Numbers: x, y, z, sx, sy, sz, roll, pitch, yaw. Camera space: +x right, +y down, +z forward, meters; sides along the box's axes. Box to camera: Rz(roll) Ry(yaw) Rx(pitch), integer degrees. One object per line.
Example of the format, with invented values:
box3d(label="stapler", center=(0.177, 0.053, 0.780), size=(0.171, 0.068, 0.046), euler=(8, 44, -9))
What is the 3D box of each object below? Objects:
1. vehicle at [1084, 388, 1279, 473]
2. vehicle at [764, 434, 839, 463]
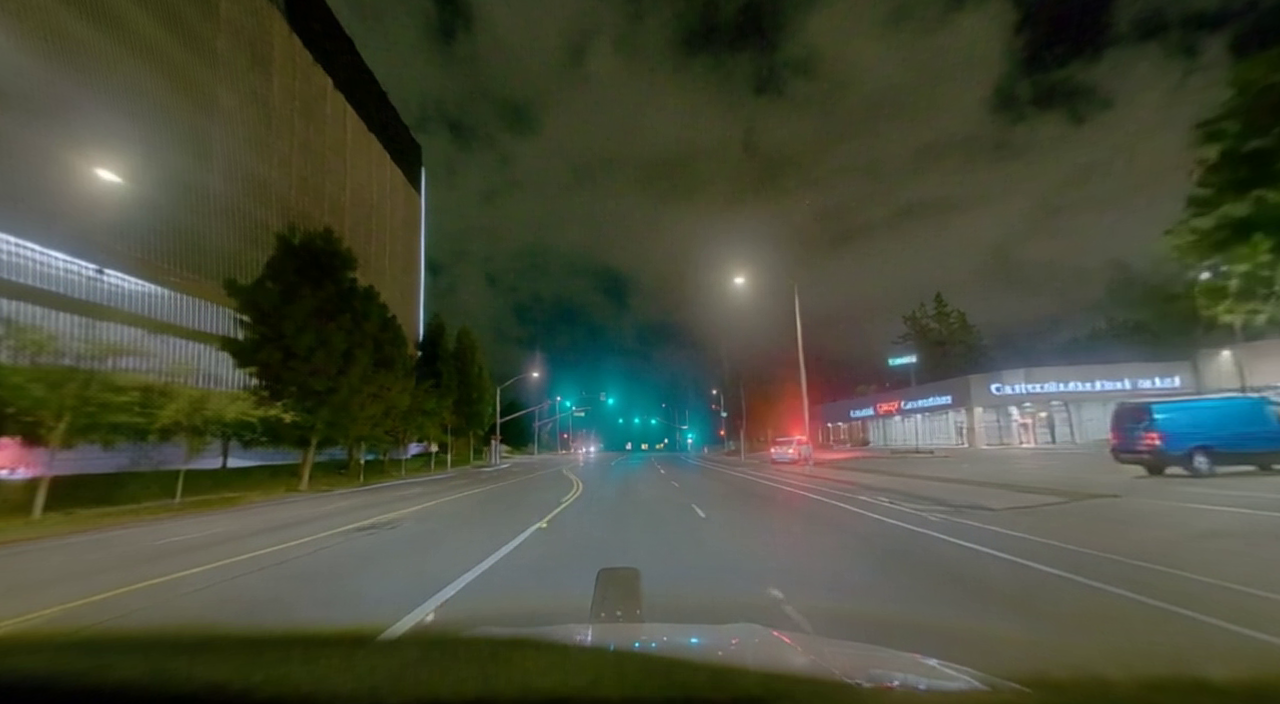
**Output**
box3d(label="vehicle", center=(15.733, 2.144, 17.011), size=(5.546, 2.117, 2.443), euler=(0, -9, -1))
box3d(label="vehicle", center=(10.609, 6.325, 41.284), size=(4.635, 1.821, 2.087), euler=(6, -10, -32))
